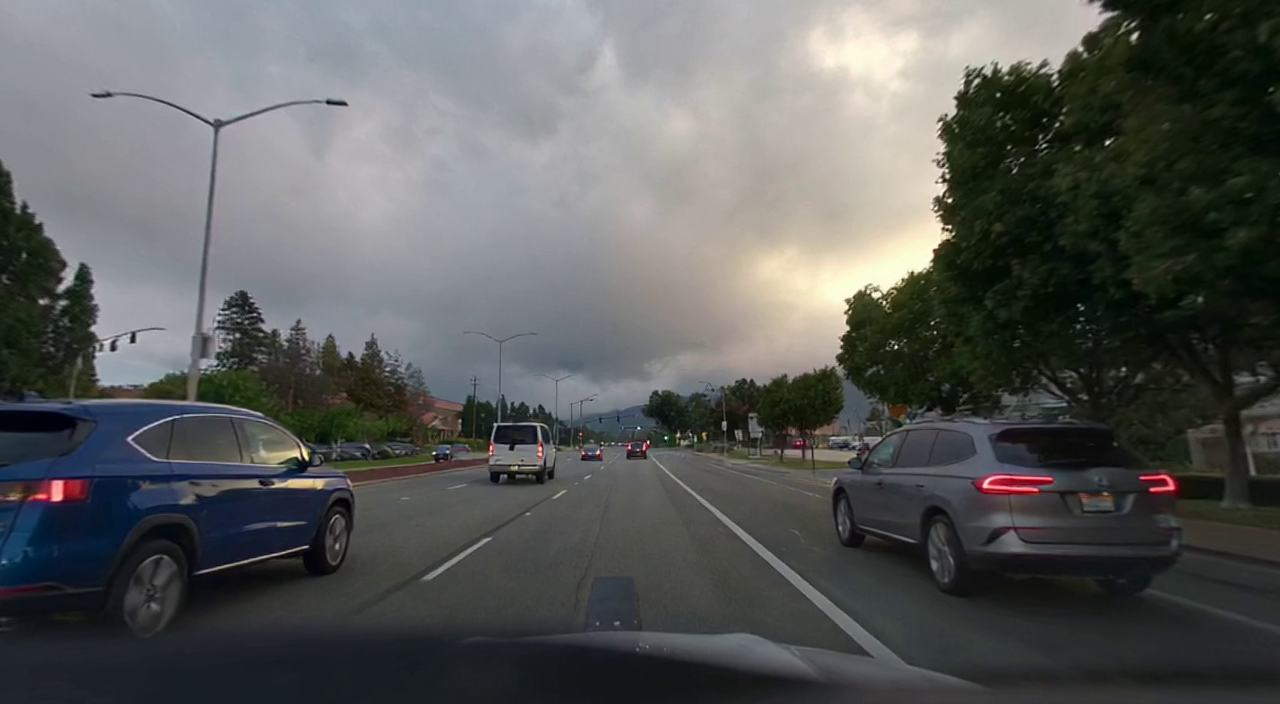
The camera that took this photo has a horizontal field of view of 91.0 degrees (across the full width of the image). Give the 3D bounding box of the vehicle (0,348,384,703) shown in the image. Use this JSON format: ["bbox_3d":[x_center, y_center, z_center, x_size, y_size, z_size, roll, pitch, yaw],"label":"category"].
[{"bbox_3d":[-3.998,1.164,5.049,2.038,1.748,4.303,0,-9,0],"label":"vehicle"}]

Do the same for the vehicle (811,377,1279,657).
[{"bbox_3d":[3.578,1.423,6.543,2.167,1.792,4.835,0,-9,-1],"label":"vehicle"}]

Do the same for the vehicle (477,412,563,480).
[{"bbox_3d":[-5.055,4.142,27.754,2.863,2.592,6.410,1,-9,-3],"label":"vehicle"}]
